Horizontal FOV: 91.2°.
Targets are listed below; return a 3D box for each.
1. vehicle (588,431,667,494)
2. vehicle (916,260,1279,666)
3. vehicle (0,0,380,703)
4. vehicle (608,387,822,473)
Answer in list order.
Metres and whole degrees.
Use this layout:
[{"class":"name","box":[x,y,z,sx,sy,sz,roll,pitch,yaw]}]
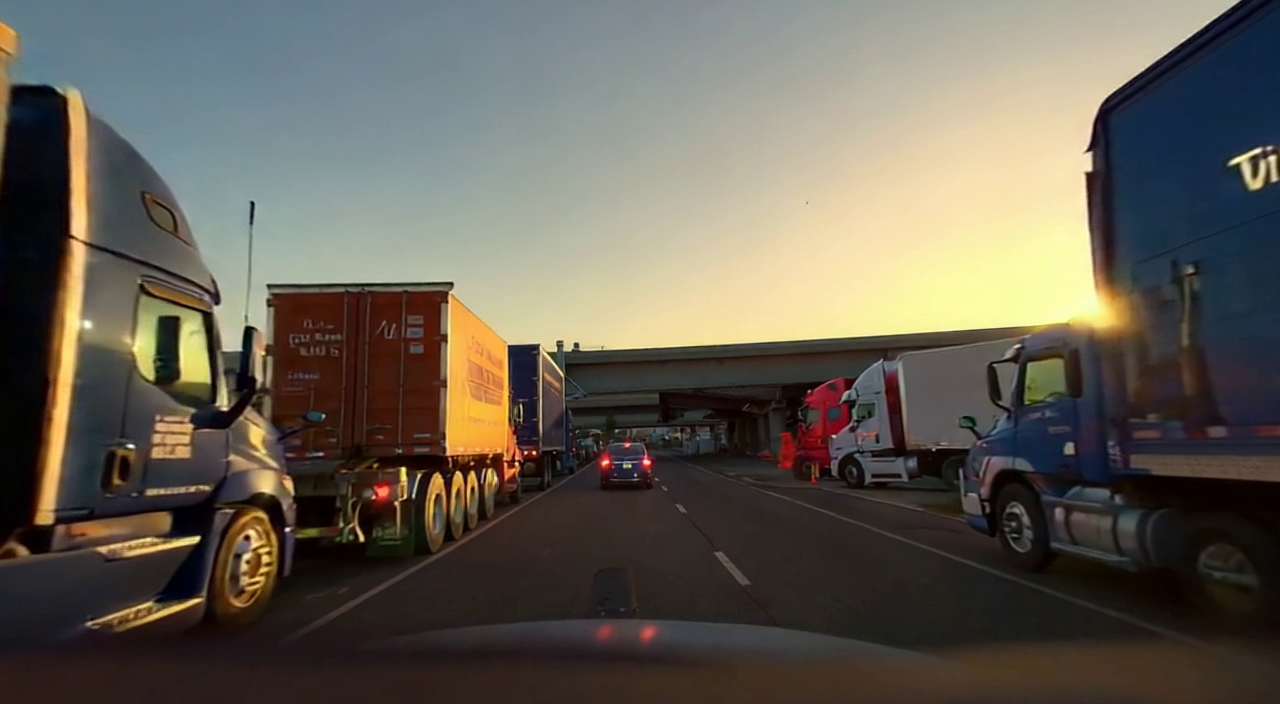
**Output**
[{"class":"vehicle","box":[-0.397,3.318,19.055,2.140,1.682,3.971,0,-9,-1]},{"class":"vehicle","box":[5.144,0.891,5.267,2.570,2.439,6.392,0,-9,-1]},{"class":"vehicle","box":[-3.956,0.190,2.769,2.844,3.085,6.941,0,-9,-2]},{"class":"vehicle","box":[3.518,4.502,36.659,2.877,4.124,14.516,2,-7,-38]}]
